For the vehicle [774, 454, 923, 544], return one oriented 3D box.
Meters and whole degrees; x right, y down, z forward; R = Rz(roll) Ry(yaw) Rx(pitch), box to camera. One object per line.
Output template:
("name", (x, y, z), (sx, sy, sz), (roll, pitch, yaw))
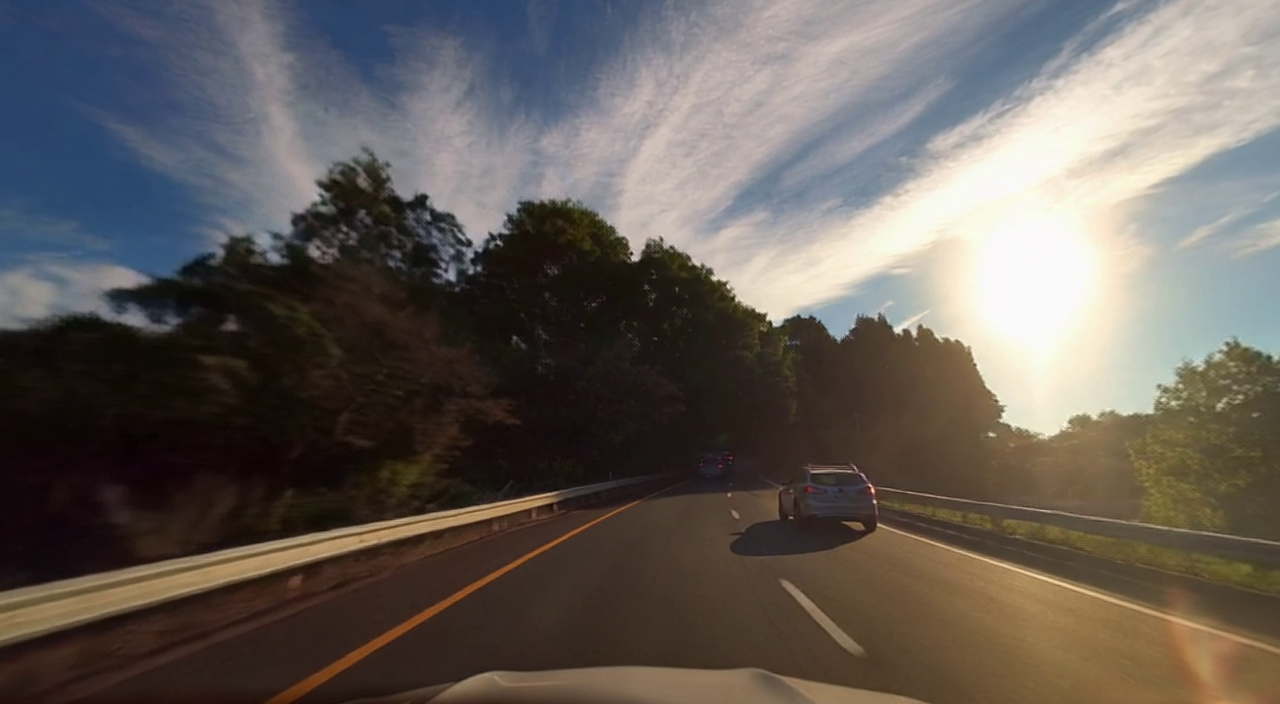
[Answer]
("vehicle", (4.220, 3.058, 13.550), (2.023, 1.593, 4.105), (0, -11, 4))
